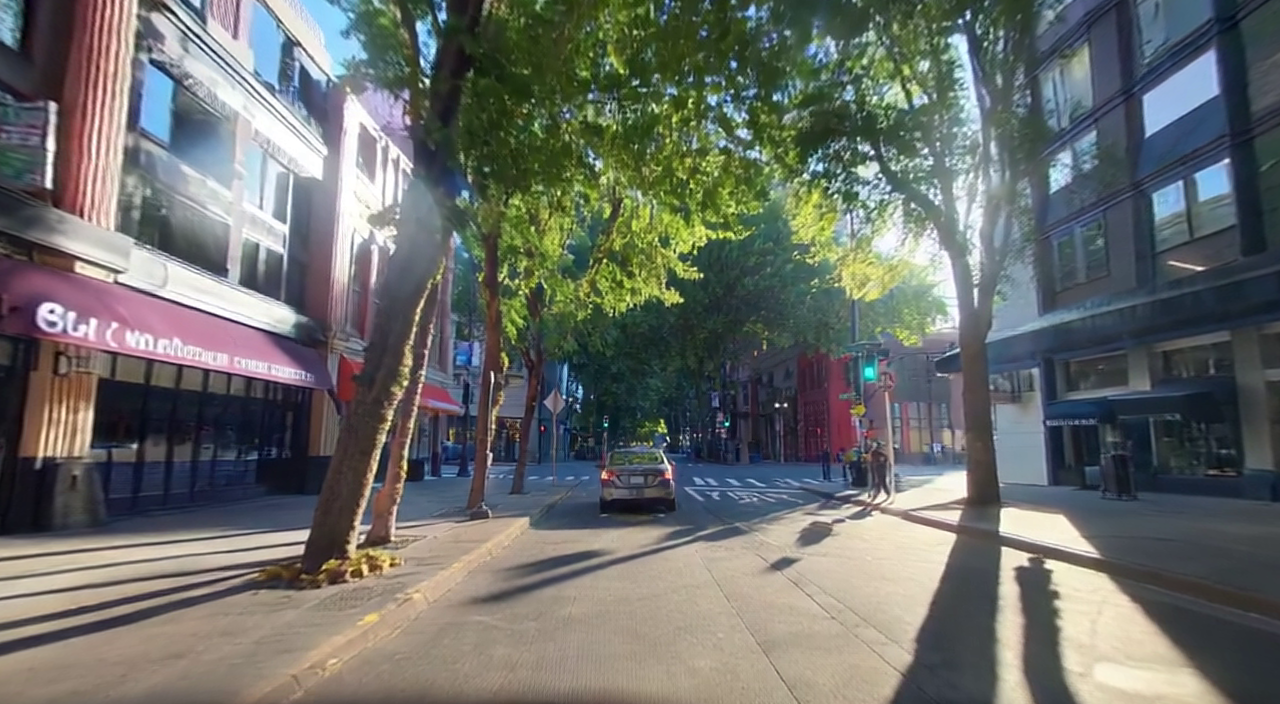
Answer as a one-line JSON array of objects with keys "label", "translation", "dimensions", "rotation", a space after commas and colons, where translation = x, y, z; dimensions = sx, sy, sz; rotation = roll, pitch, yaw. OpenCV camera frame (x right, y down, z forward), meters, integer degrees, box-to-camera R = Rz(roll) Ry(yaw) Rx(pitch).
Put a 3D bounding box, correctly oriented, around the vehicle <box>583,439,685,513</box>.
[{"label": "vehicle", "translation": [-0.139, 2.902, 15.324], "dimensions": [2.106, 1.482, 4.459], "rotation": [0, -9, 0]}]
